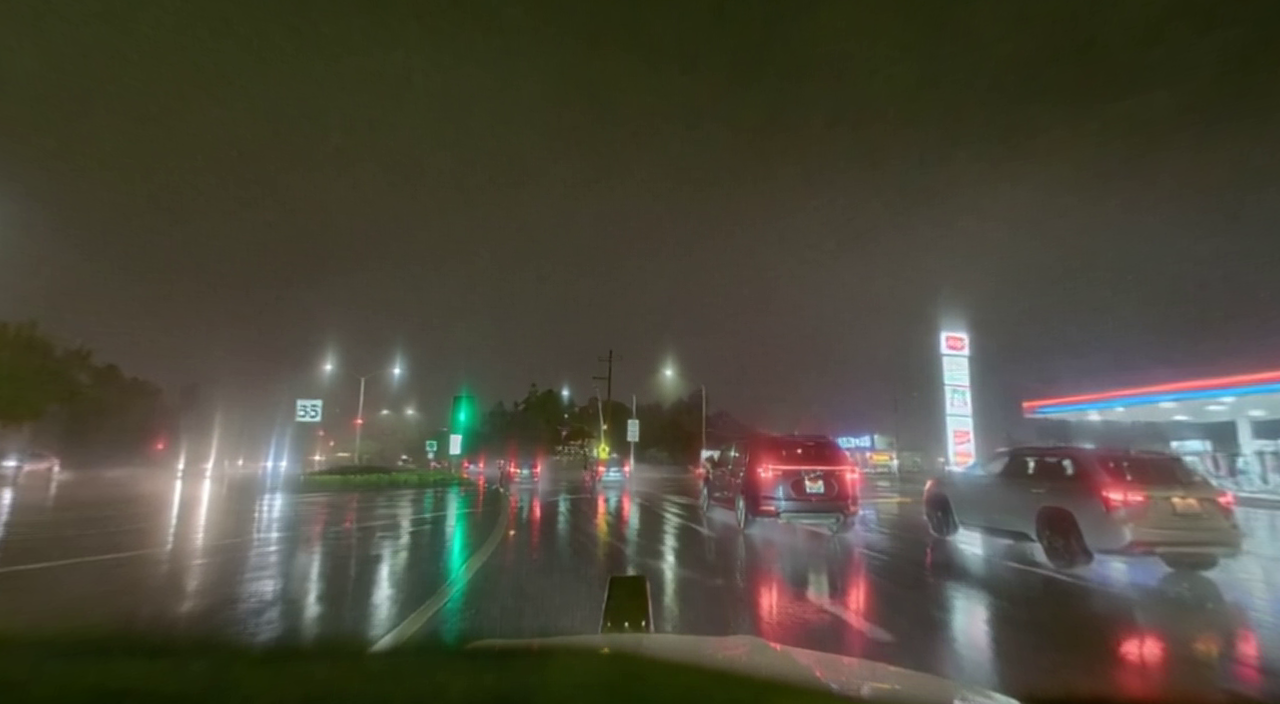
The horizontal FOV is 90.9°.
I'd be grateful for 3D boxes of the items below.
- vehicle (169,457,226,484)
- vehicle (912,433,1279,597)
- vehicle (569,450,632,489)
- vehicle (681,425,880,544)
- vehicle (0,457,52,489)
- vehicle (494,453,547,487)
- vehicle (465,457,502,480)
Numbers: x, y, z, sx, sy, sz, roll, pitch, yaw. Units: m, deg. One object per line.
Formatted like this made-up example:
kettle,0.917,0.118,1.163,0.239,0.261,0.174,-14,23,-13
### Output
vehicle,-28.593,7.646,40.850,1.821,1.521,3.874,5,-10,-18
vehicle,5.722,2.000,8.578,1.881,1.604,4.289,2,-9,-4
vehicle,-1.939,5.441,29.498,2.012,1.612,4.114,4,-9,-16
vehicle,2.362,2.428,12.145,2.184,1.777,4.712,3,-9,-8
vehicle,-33.412,6.307,33.142,1.788,1.479,4.506,5,-10,-19
vehicle,-6.152,5.946,32.082,2.107,1.527,4.174,5,-10,-17
vehicle,-12.221,9.020,49.046,2.193,1.609,3.874,5,-10,-20
